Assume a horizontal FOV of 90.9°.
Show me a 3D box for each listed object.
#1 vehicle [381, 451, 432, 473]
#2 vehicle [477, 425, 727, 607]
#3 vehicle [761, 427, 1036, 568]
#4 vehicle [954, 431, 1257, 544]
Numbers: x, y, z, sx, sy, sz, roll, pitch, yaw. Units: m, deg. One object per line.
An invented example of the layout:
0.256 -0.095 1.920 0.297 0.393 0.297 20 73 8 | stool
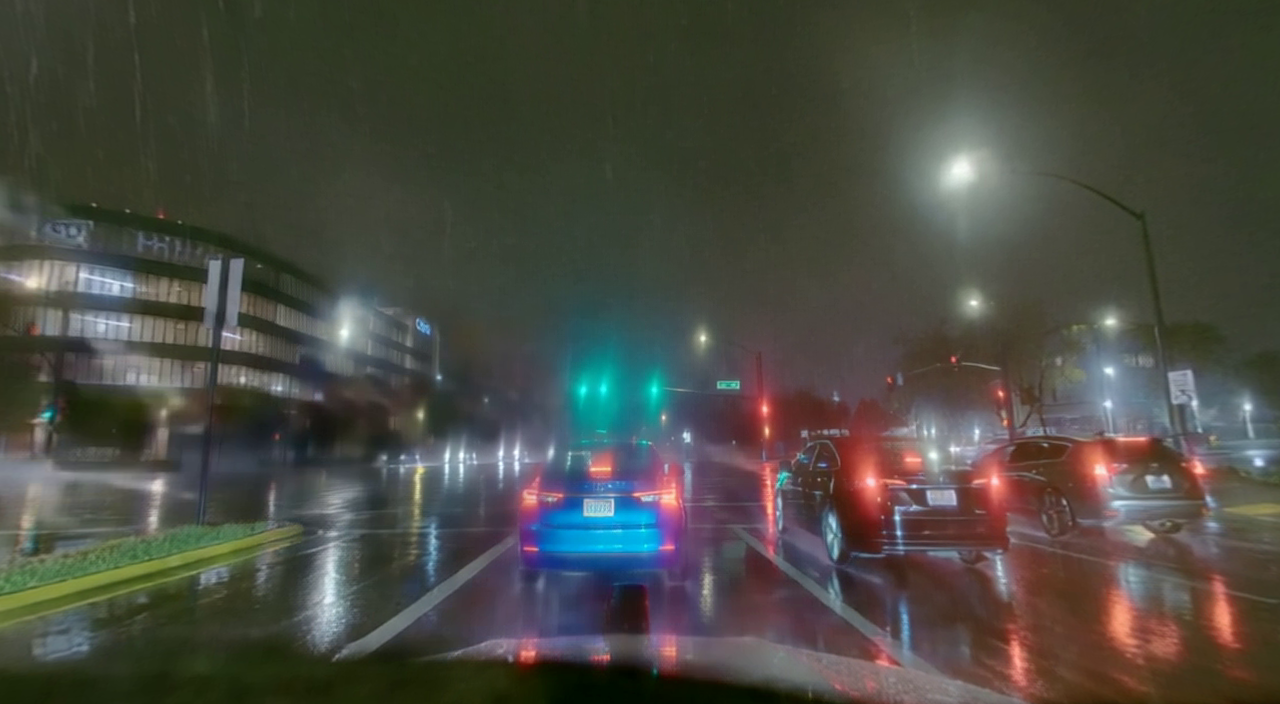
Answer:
-17.038 8.027 46.307 2.048 1.463 4.530 0 -8 -1 | vehicle
-0.362 1.655 7.292 2.059 1.477 3.988 0 -8 -1 | vehicle
3.221 1.889 8.973 2.042 1.508 4.109 0 -8 -2 | vehicle
7.451 2.166 10.788 1.908 1.517 4.182 0 -8 -1 | vehicle
